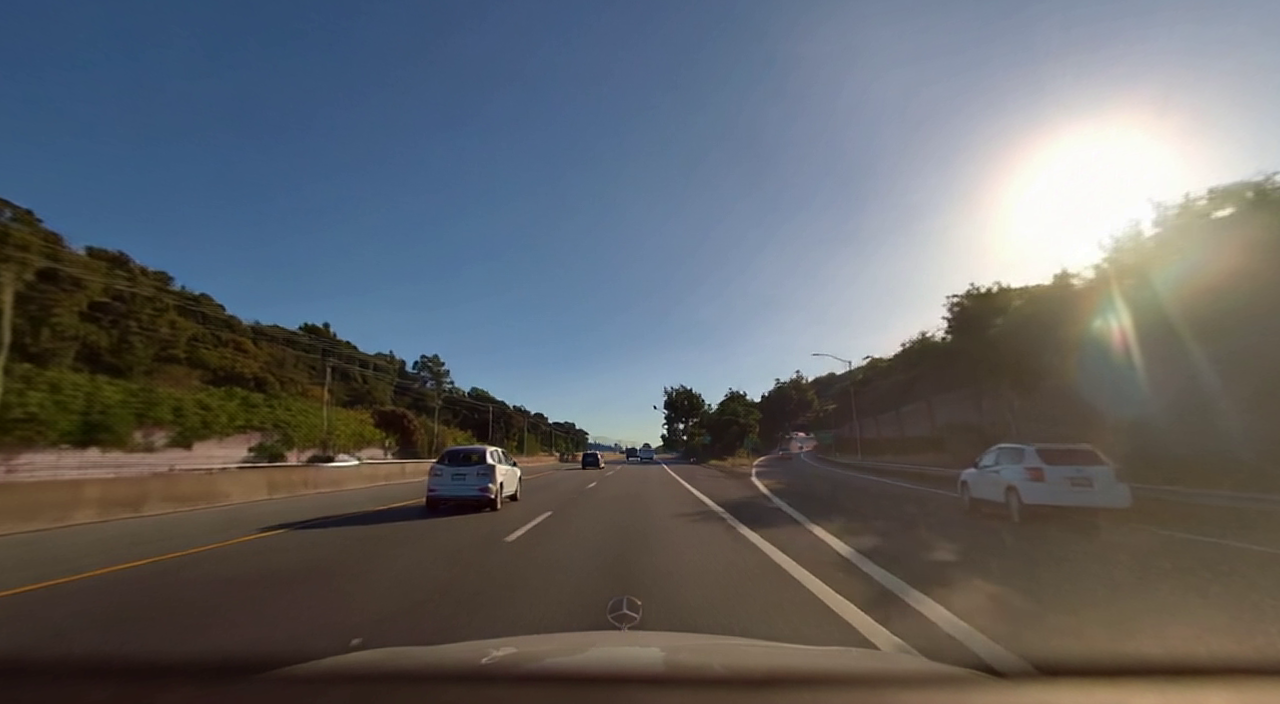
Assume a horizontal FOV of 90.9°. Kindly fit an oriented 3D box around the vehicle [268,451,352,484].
[{"bbox_3d":[-16.154,5.651,31.061,1.897,1.470,3.972,0,-9,1],"label":"vehicle"}]

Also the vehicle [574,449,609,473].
[{"bbox_3d":[-3.293,7.449,43.369,1.997,1.540,3.906,0,-9,1],"label":"vehicle"}]

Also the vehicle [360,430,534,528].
[{"bbox_3d":[-3.750,2.559,13.242,2.263,1.696,4.321,0,-9,0],"label":"vehicle"}]

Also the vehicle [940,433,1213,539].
[{"bbox_3d":[7.591,2.349,11.749,2.020,1.548,4.715,-1,-9,5],"label":"vehicle"}]
